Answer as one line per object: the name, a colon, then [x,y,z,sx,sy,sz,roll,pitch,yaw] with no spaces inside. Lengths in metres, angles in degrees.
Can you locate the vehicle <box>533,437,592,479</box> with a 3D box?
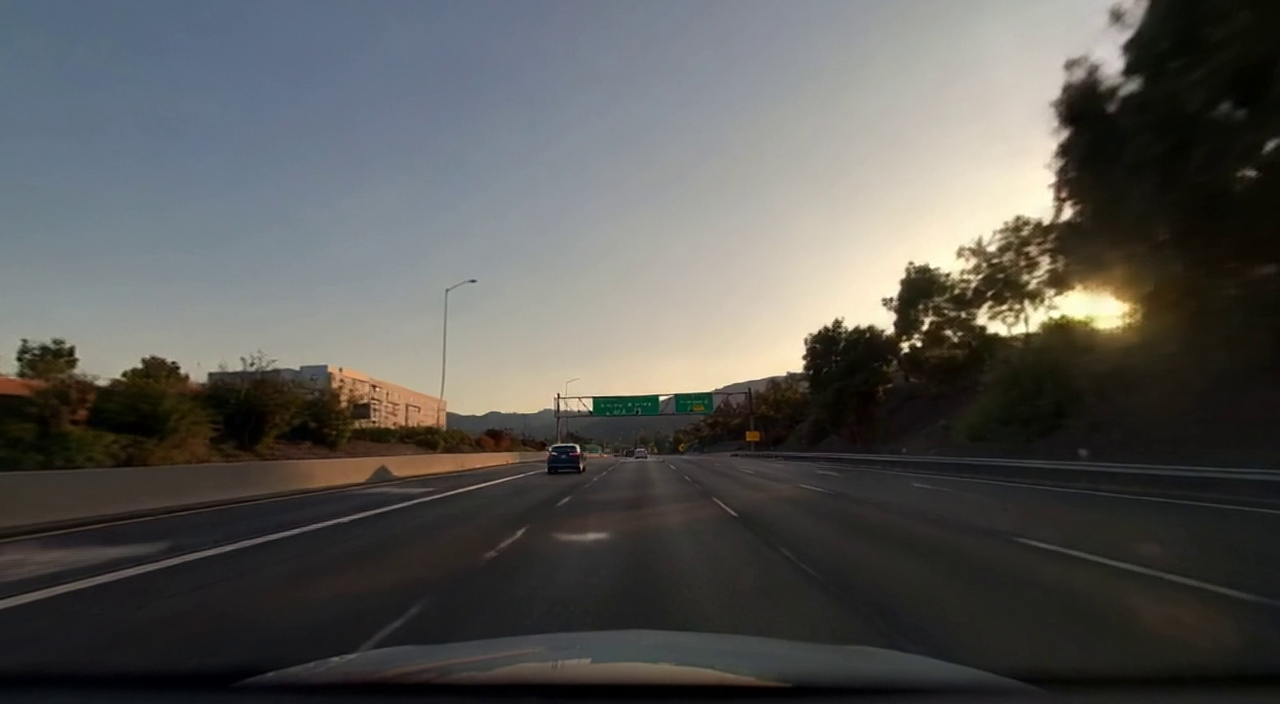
vehicle: [-3.414,4.777,28.641,2.072,1.706,4.359,0,-8,1]
